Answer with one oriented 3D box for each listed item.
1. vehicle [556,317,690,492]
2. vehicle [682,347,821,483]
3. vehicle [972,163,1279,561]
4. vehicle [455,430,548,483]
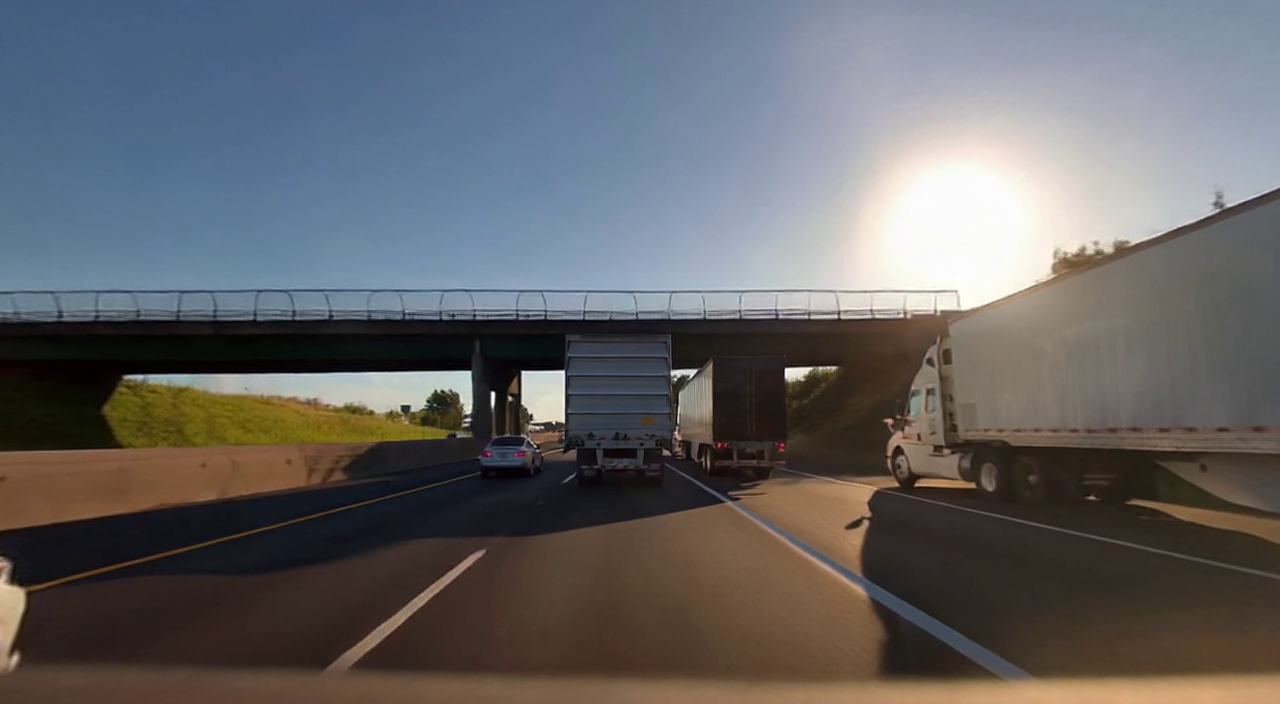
[{"bbox_3d":[-0.604,1.911,20.045,3.090,4.065,10.702,0,-8,-2],"label":"vehicle"},{"bbox_3d":[3.546,2.551,23.735,2.817,3.886,11.491,0,-8,-2],"label":"vehicle"},{"bbox_3d":[8.187,0.000,5.792,3.000,4.114,13.063,0,-8,-1],"label":"vehicle"},{"bbox_3d":[-4.199,3.214,19.707,2.049,1.483,3.786,0,-8,0],"label":"vehicle"}]
